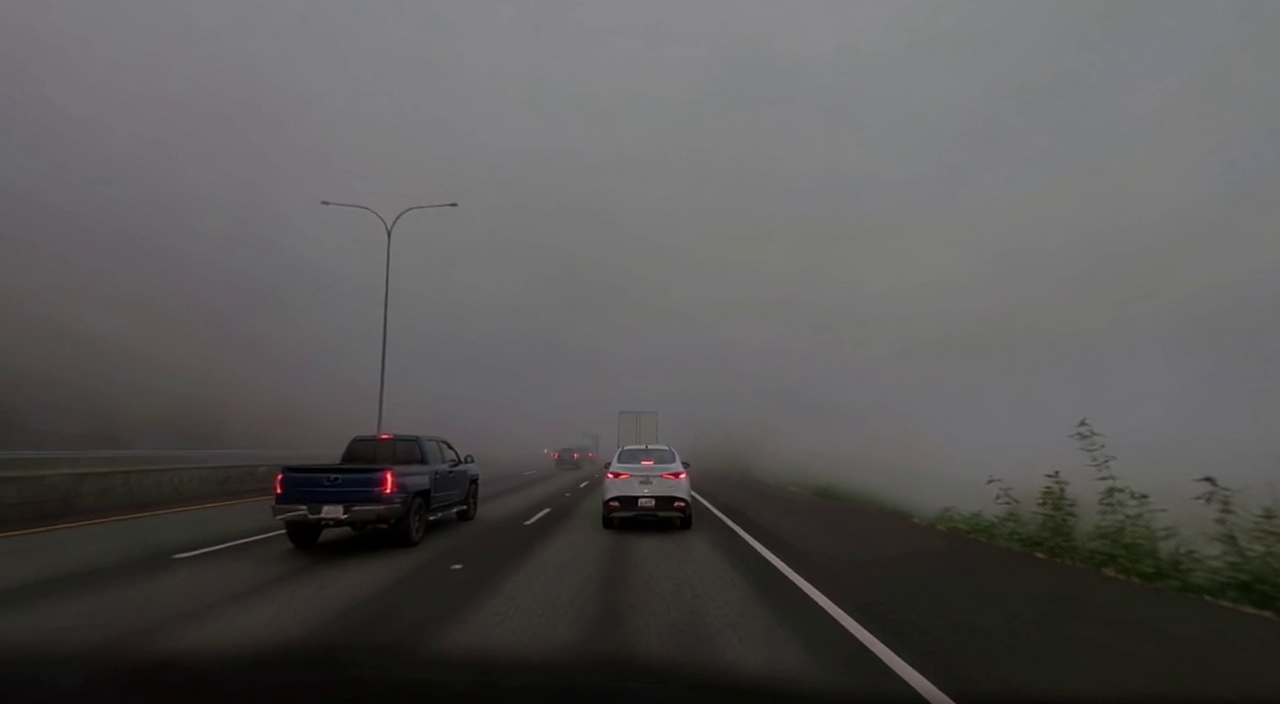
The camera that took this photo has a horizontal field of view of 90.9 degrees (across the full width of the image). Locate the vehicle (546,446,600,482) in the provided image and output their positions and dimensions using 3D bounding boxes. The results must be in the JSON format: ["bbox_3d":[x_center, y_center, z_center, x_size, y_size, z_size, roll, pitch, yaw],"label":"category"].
[{"bbox_3d":[-2.867,4.930,27.882,1.998,1.466,3.684,0,-9,0],"label":"vehicle"}]

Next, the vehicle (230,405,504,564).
[{"bbox_3d":[-3.689,1.917,9.753,2.051,1.829,4.736,0,-9,1],"label":"vehicle"}]

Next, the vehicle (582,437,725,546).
[{"bbox_3d":[0.177,2.233,10.595,1.995,1.495,3.380,0,-9,0],"label":"vehicle"}]
